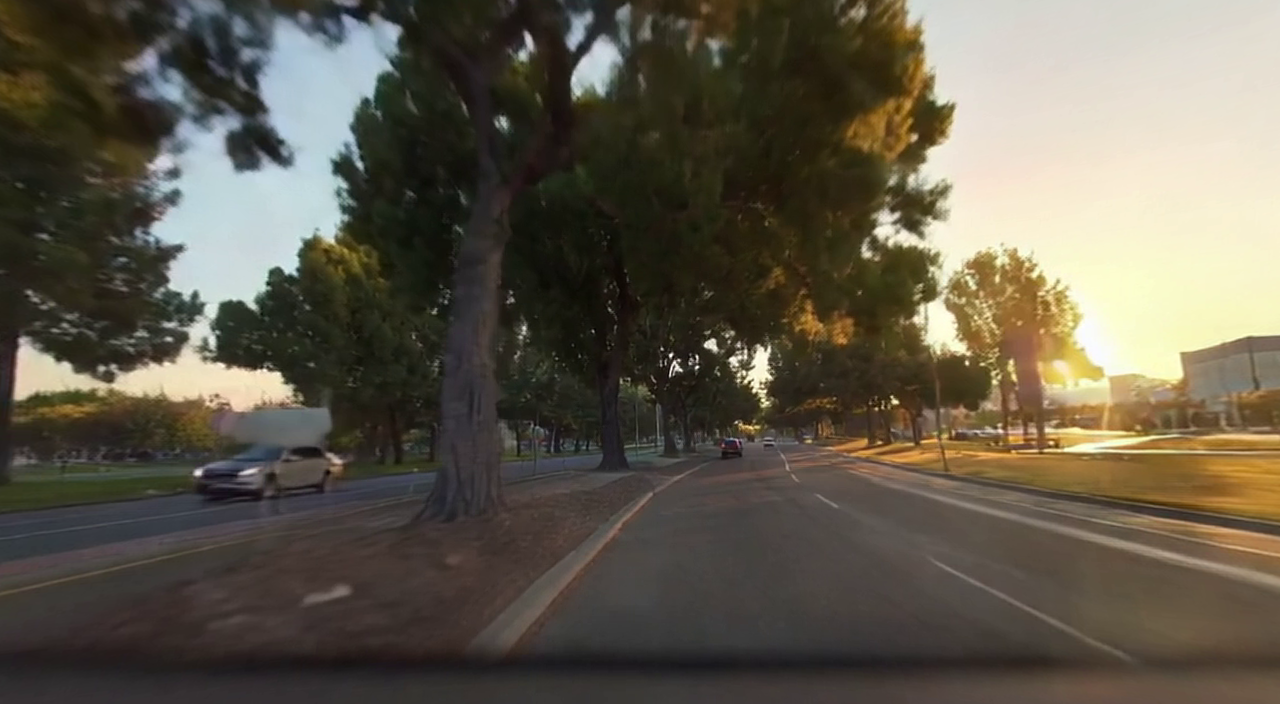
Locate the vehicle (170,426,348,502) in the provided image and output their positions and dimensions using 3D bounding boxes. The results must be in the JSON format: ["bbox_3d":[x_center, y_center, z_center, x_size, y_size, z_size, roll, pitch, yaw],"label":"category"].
[{"bbox_3d":[-11.288,3.342,19.248,2.080,1.984,4.778,-1,-8,6],"label":"vehicle"}]
